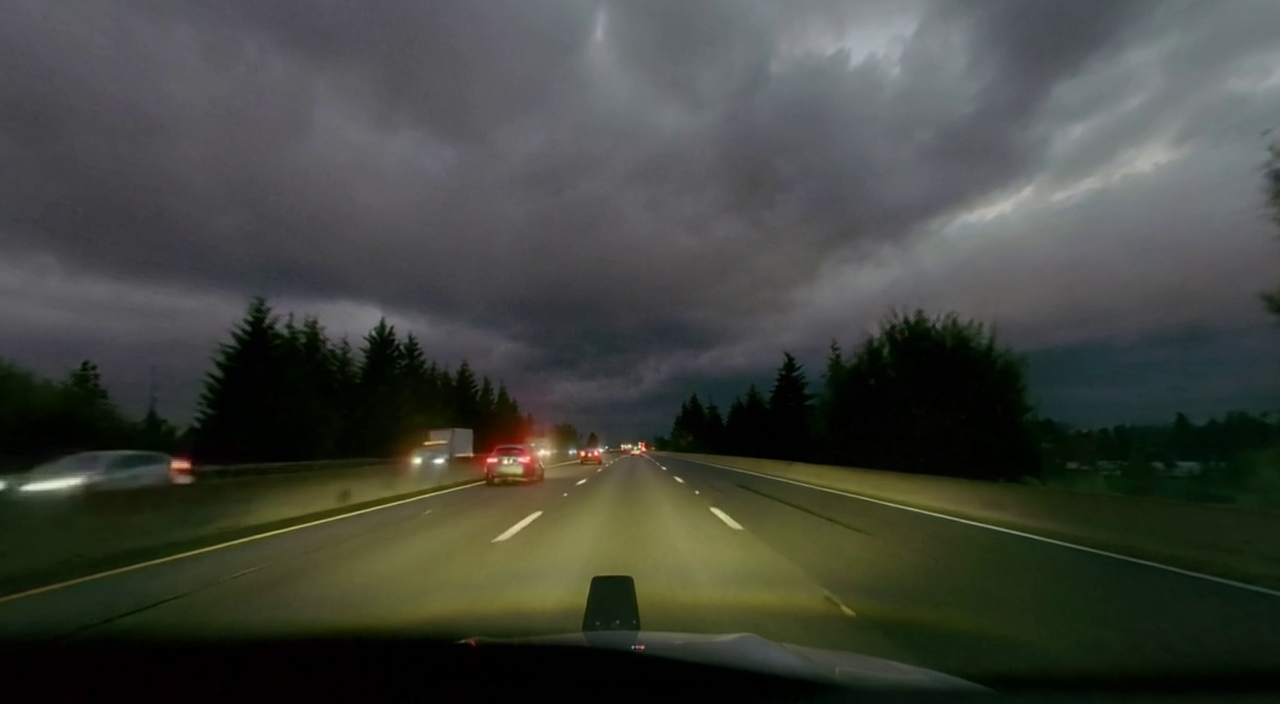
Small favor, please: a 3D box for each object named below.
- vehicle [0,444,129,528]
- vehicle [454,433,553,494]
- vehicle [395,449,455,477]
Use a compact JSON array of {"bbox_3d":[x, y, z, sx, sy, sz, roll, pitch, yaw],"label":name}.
[{"bbox_3d":[-13.108,2.650,12.530,1.955,1.557,4.567,-1,-9,-1],"label":"vehicle"},{"bbox_3d":[-4.123,3.454,19.753,2.151,1.693,4.201,-1,-9,1],"label":"vehicle"},{"bbox_3d":[-12.457,6.408,36.563,1.914,1.490,4.545,0,-9,0],"label":"vehicle"}]
